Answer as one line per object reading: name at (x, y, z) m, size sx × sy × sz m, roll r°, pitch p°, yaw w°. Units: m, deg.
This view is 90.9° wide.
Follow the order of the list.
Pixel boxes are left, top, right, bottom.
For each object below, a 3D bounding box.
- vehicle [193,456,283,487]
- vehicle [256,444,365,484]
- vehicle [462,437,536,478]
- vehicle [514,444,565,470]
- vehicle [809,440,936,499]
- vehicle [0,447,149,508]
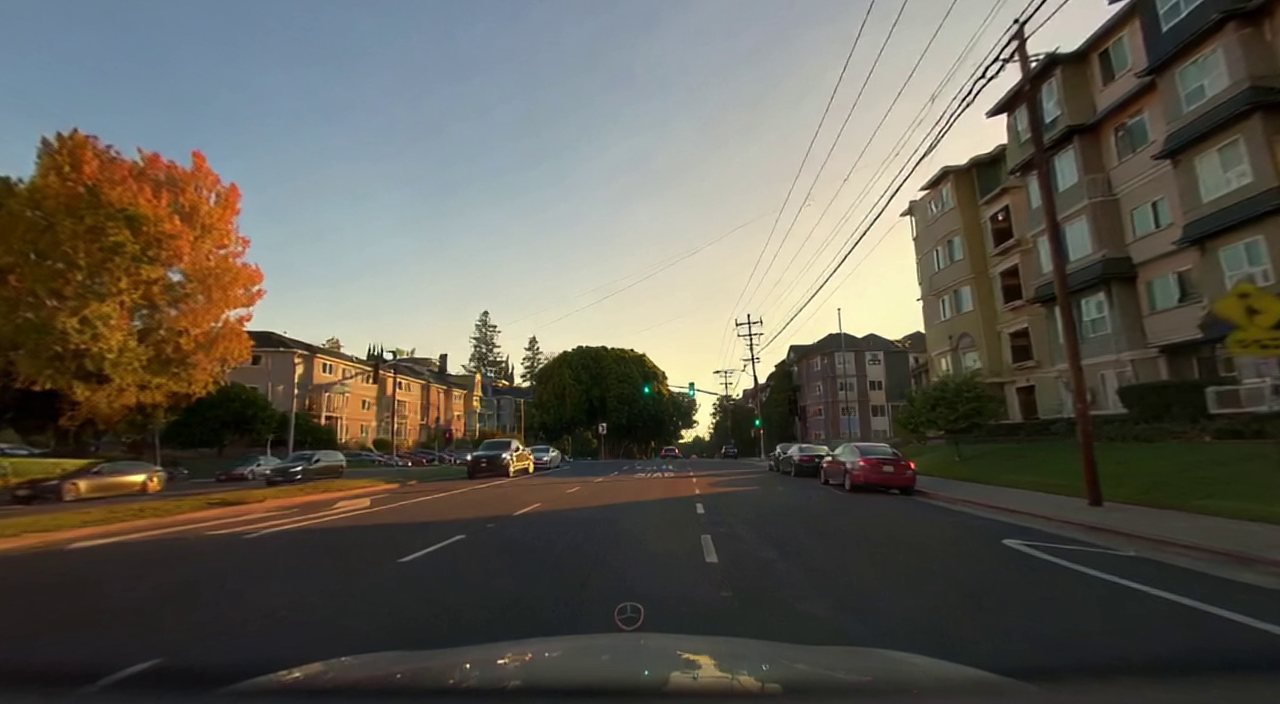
vehicle at (-22.170, 6.591, 35.012) m, size 1.846 × 1.489 × 4.409 m, roll -1°, pitch -8°, yaw 4°
vehicle at (-15.417, 5.224, 29.890) m, size 2.284 × 1.738 × 4.773 m, roll -1°, pitch -8°, yaw 4°
vehicle at (-6.612, 5.002, 30.186) m, size 2.074 × 1.794 × 4.832 m, roll -1°, pitch -8°, yaw 5°
vehicle at (-5.865, 6.158, 37.281) m, size 1.953 × 1.471 × 4.744 m, roll -1°, pitch -8°, yaw 4°
vehicle at (6.521, 3.316, 18.339) m, size 2.121 × 1.459 × 4.591 m, roll 0°, pitch -8°, yaw 2°
vehicle at (-19.338, 4.104, 21.185) m, size 1.879 × 1.751 × 4.454 m, roll -1°, pitch -8°, yaw 4°
